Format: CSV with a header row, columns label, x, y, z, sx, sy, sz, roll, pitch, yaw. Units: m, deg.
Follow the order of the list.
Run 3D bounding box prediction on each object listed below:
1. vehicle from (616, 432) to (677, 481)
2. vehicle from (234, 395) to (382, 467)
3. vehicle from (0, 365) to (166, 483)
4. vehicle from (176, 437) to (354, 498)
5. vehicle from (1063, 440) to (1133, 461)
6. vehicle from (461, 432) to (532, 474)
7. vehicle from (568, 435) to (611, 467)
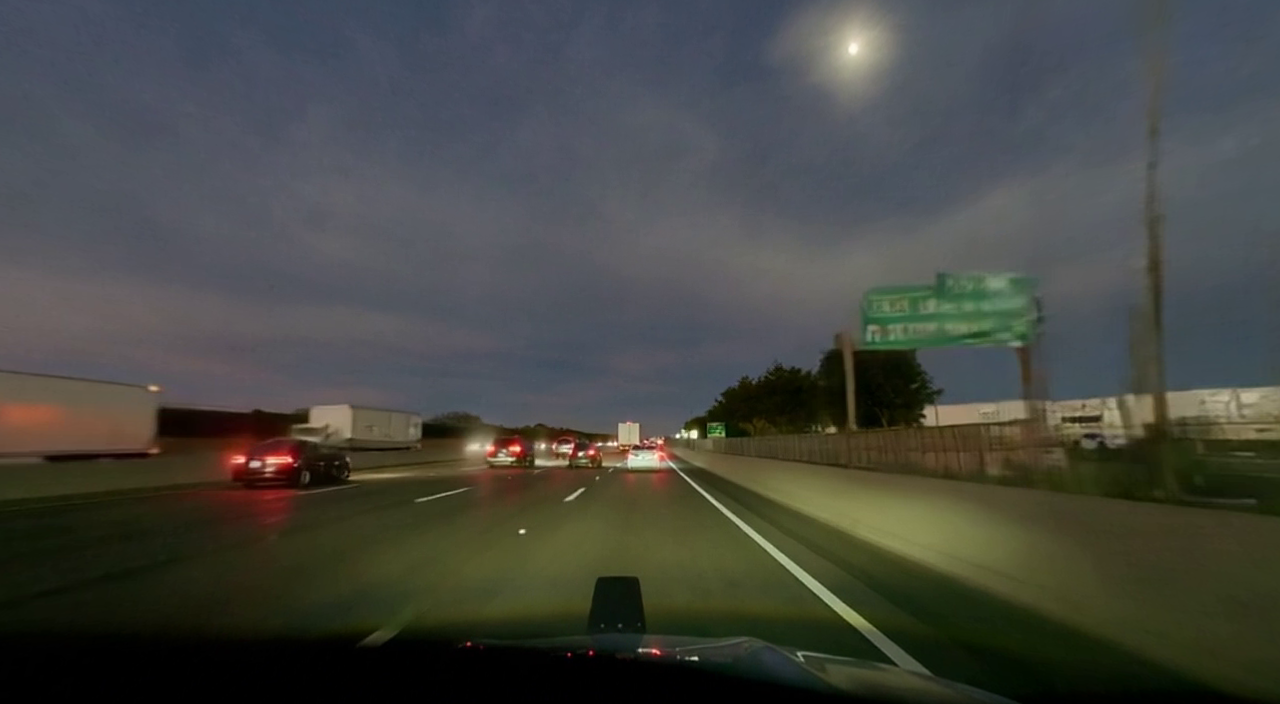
label,x,y,z,sx,sy,sz,roll,pitch,yaw
vehicle,0.252,3.964,24.171,2.136,1.678,4.052,0,-8,1
vehicle,-19.984,5.008,39.245,2.950,3.847,11.043,0,-8,1
vehicle,-24.020,2.451,21.574,2.888,4.123,16.307,0,-8,1
vehicle,-10.443,3.231,18.158,1.910,1.501,5.004,-1,-8,2
vehicle,35.369,7.598,48.880,1.855,1.490,4.704,0,-8,0
vehicle,-6.673,4.747,29.871,2.105,1.790,4.689,-1,-8,2
vehicle,-3.006,6.001,38.393,2.108,1.832,4.549,-1,-8,2
